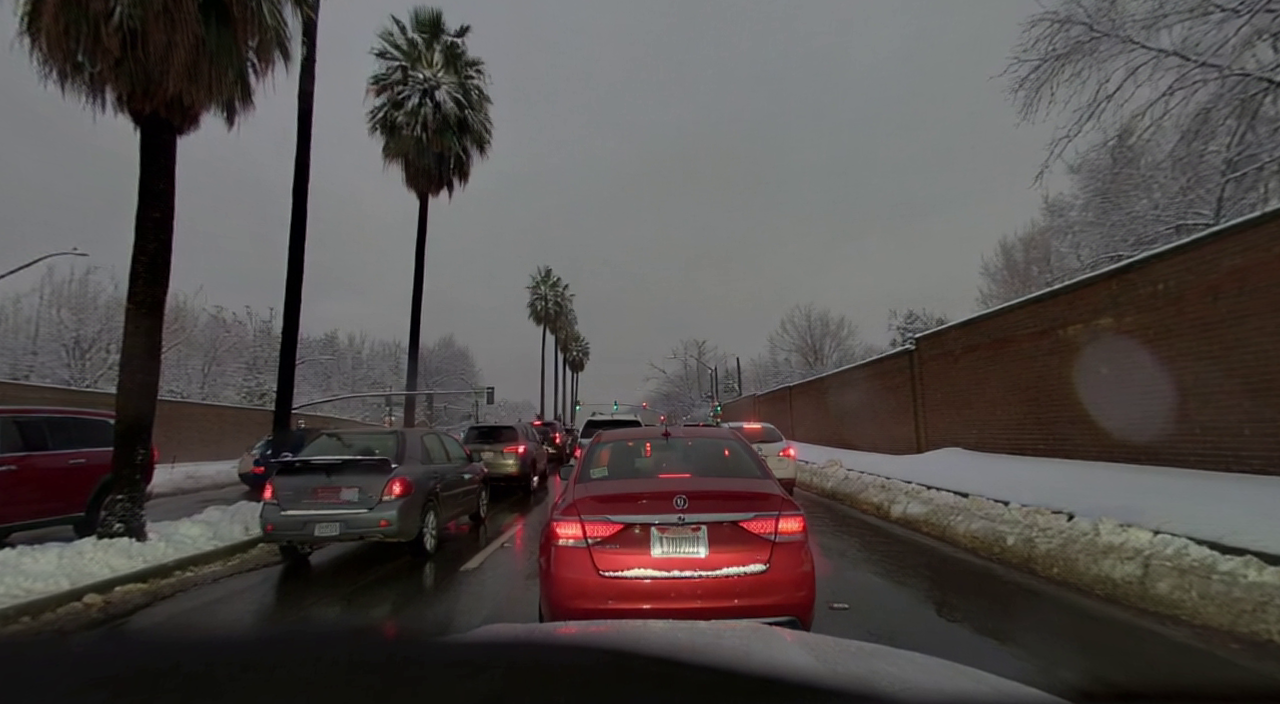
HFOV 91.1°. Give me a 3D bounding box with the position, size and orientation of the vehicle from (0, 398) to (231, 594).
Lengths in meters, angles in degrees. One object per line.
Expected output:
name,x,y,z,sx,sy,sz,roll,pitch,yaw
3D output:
vehicle,-6.669,1.401,6.393,1.963,1.721,4.662,0,-8,-2

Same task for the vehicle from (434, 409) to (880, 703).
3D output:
vehicle,0.039,1.333,5.202,2.128,1.473,4.272,0,-8,-1

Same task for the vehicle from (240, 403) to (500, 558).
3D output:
vehicle,-3.538,1.774,9.283,2.055,1.746,4.136,0,-8,-1
